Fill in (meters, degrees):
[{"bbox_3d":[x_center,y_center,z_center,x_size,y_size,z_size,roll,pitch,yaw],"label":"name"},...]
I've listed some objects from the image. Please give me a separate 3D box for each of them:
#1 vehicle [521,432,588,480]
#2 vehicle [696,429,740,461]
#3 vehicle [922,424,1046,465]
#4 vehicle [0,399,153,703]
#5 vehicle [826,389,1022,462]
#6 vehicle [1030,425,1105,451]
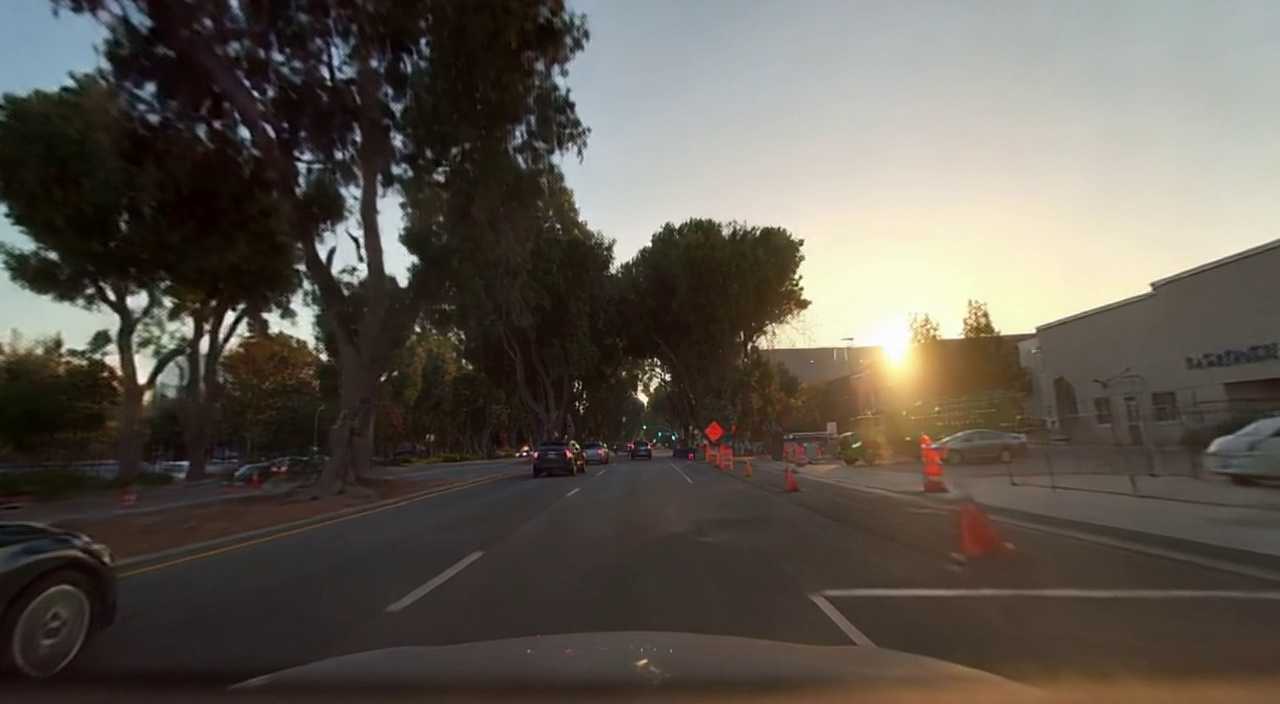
[{"bbox_3d":[-3.200,3.996,24.400,2.038,1.682,4.399,0,-8,-1],"label":"vehicle"},{"bbox_3d":[5.759,7.011,47.654,2.653,2.231,6.793,0,-8,1],"label":"vehicle"},{"bbox_3d":[15.752,4.274,29.100,1.874,1.694,4.535,7,-11,-38],"label":"vehicle"},{"bbox_3d":[-4.045,0.856,2.060,1.856,1.540,3.733,0,-8,1],"label":"vehicle"},{"bbox_3d":[15.002,3.958,33.779,8.949,3.673,3.044,0,-8,-2],"label":"vehicle"},{"bbox_3d":[29.281,5.933,43.380,1.865,1.679,4.654,0,-8,0],"label":"vehicle"}]
